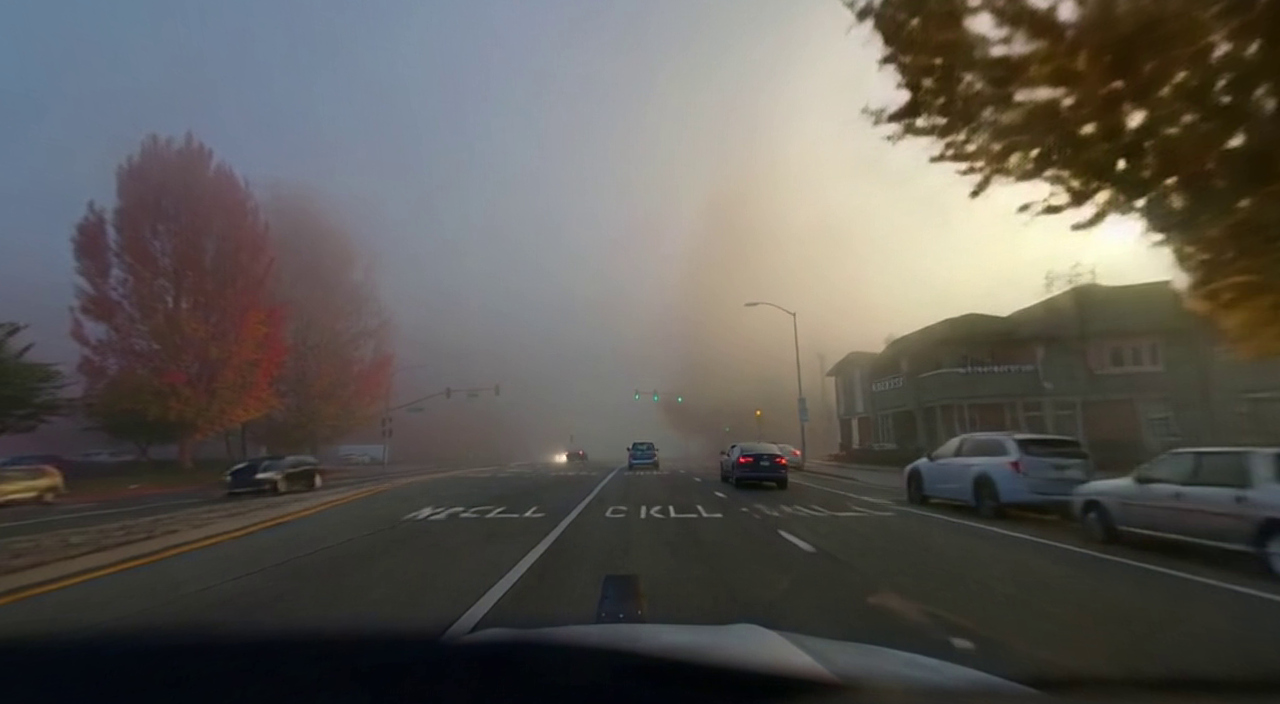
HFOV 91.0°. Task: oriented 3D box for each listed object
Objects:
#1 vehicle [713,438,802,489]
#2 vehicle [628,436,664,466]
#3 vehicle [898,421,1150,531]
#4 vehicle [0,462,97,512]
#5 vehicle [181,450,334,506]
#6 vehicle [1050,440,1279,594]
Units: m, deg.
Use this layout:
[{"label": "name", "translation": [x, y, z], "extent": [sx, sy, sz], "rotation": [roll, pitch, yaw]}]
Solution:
[{"label": "vehicle", "translation": [3.848, 3.722, 21.430], "extent": [2.178, 1.546, 4.311], "rotation": [0, -8, 0]}, {"label": "vehicle", "translation": [0.377, 6.472, 41.405], "extent": [2.239, 1.856, 4.815], "rotation": [0, -8, 0]}, {"label": "vehicle", "translation": [7.395, 2.420, 12.952], "extent": [2.128, 1.804, 4.825], "rotation": [0, -8, 0]}, {"label": "vehicle", "translation": [-22.130, 4.688, 22.029], "extent": [1.930, 1.542, 4.817], "rotation": [0, -8, 0]}, {"label": "vehicle", "translation": [-11.844, 3.877, 19.961], "extent": [1.988, 1.508, 4.650], "rotation": [0, -8, -1]}, {"label": "vehicle", "translation": [7.208, 1.784, 7.297], "extent": [1.928, 1.480, 4.464], "rotation": [0, -8, 1]}]
